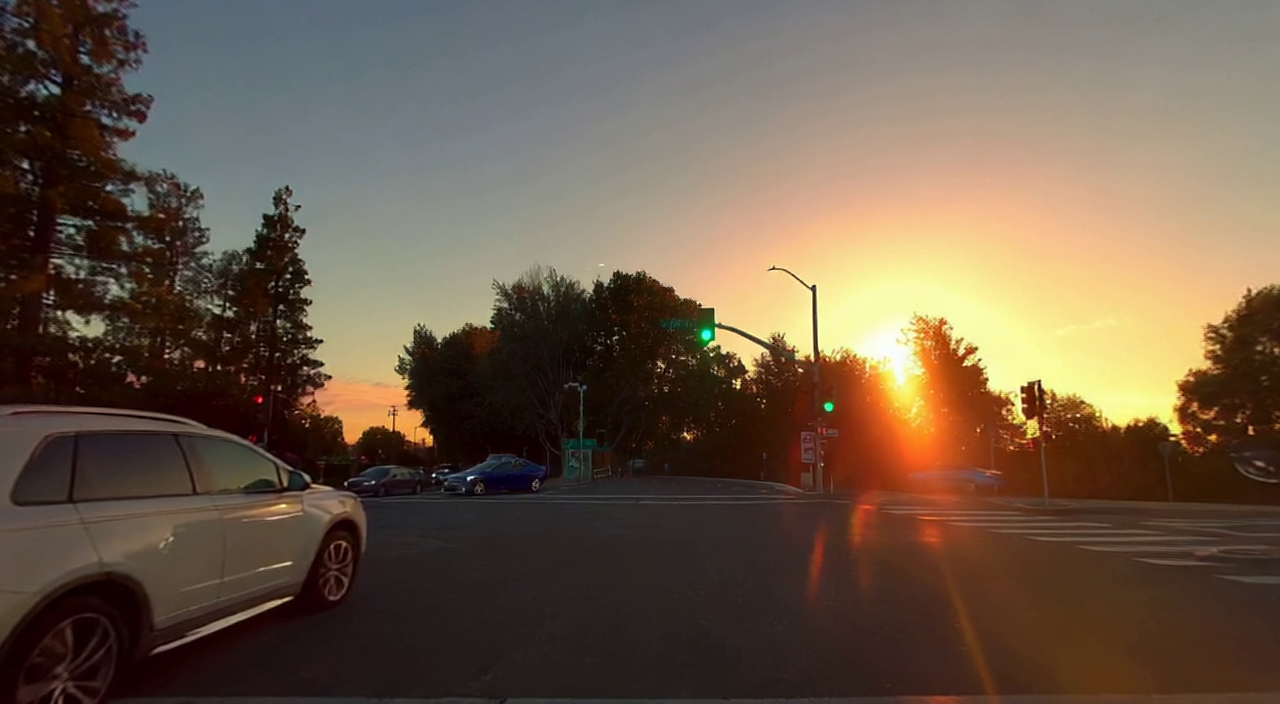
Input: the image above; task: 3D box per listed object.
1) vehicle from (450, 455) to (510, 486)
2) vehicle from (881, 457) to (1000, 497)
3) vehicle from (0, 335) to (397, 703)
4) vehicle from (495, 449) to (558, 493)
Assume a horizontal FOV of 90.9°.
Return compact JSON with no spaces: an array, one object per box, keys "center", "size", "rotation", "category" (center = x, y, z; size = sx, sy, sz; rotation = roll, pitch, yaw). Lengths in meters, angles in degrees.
[{"center":[-8.050,5.975,32.068],"size":[1.960,1.433,4.213],"rotation":[0,-8,0],"category":"vehicle"},{"center":[13.768,5.666,28.973],"size":[4.571,1.621,2.113],"rotation":[-6,-10,35],"category":"vehicle"},{"center":[-3.538,1.035,3.810],"size":[2.242,1.761,4.505],"rotation":[0,-8,1],"category":"vehicle"},{"center":[-4.415,4.464,24.044],"size":[2.107,1.456,4.728],"rotation":[2,-9,-12],"category":"vehicle"}]
